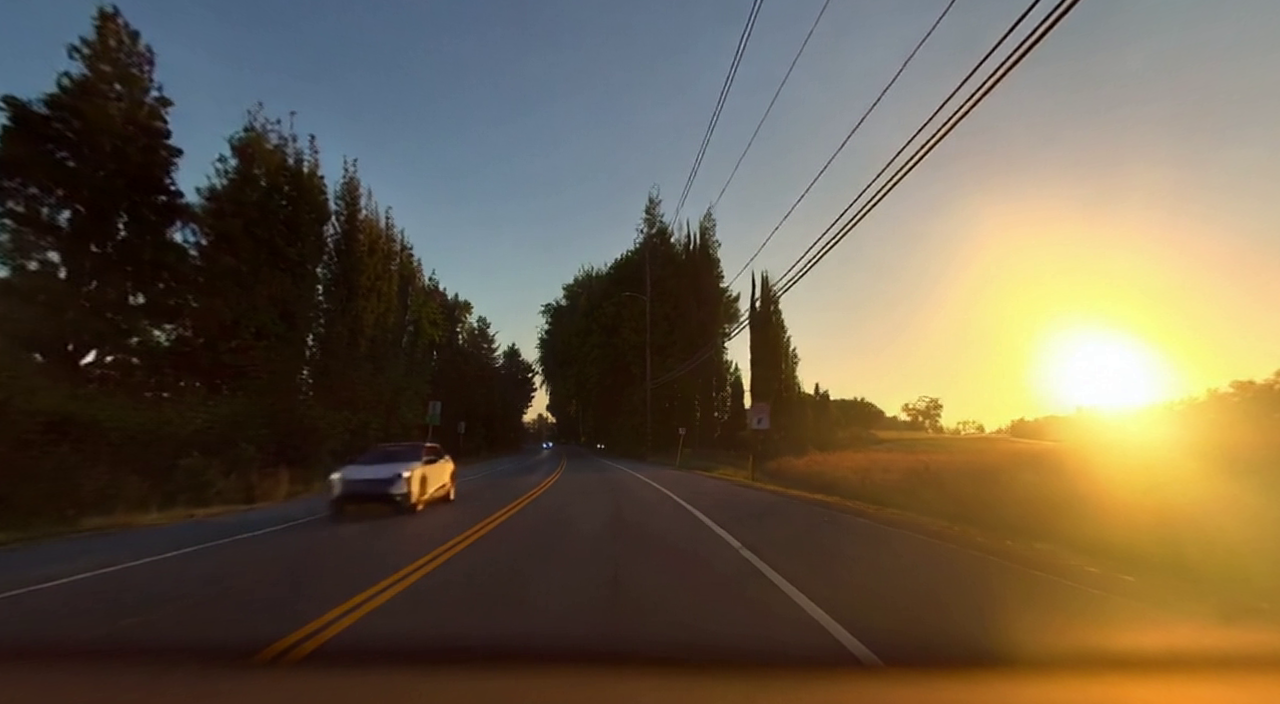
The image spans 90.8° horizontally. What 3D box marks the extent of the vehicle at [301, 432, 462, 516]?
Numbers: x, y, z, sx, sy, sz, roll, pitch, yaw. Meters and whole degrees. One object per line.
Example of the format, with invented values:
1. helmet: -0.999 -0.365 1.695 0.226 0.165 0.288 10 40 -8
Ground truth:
1. vehicle: -5.484 2.618 14.103 1.943 1.556 4.311 1 -8 -3
